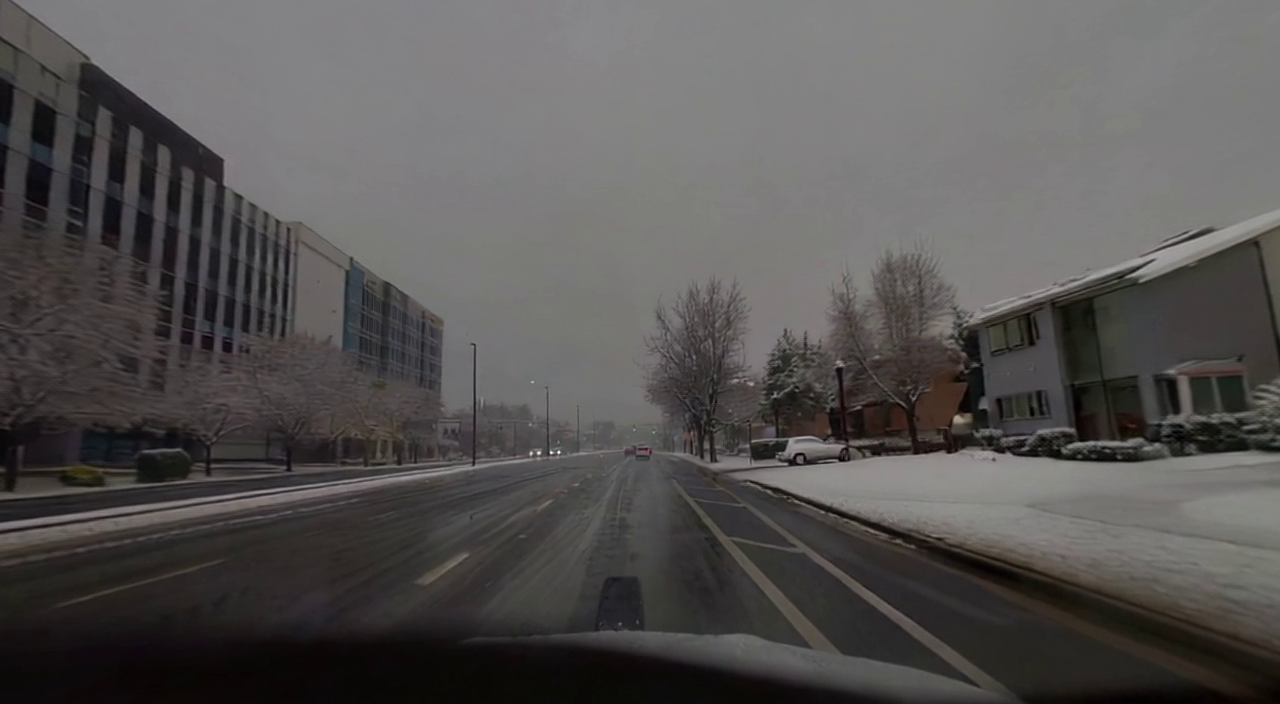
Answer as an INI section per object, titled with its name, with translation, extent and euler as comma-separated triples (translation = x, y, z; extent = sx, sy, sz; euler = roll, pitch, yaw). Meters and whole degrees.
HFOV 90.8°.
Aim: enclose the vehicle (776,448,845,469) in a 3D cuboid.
[vehicle]
translation = 12.454, 7.777, 46.355
extent = 4.489, 1.491, 2.022
euler = 0, -9, 0
